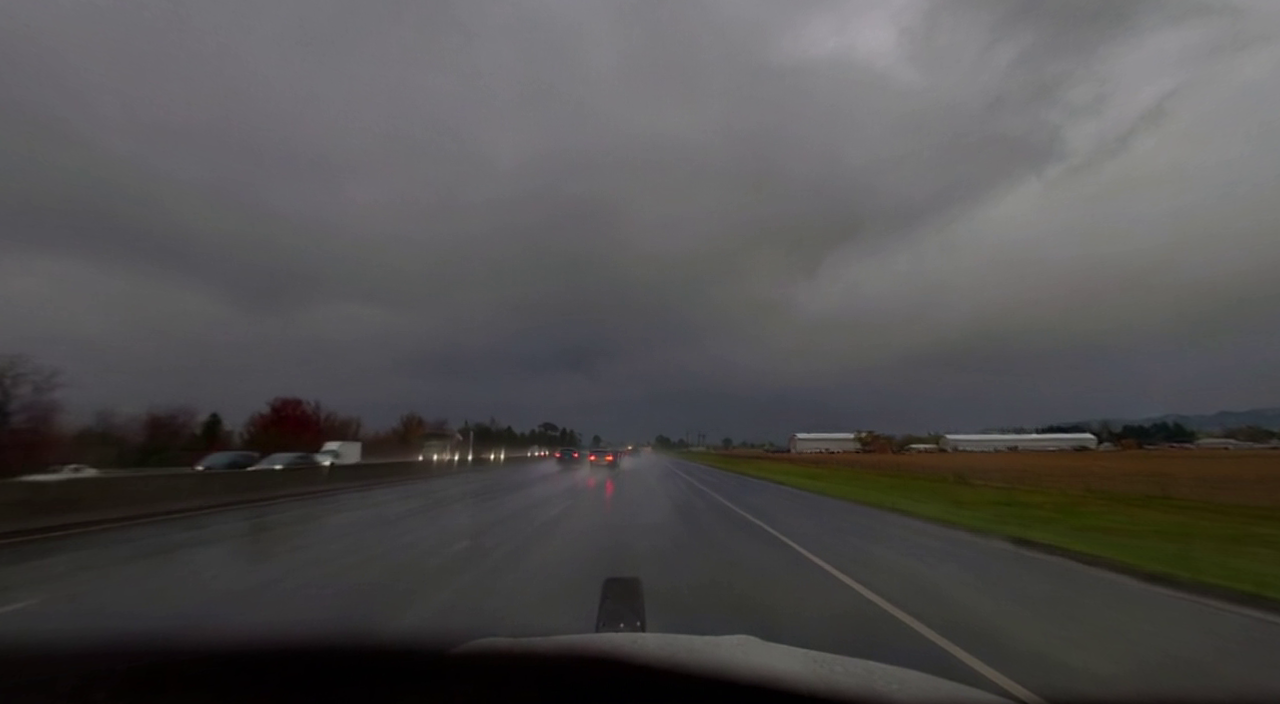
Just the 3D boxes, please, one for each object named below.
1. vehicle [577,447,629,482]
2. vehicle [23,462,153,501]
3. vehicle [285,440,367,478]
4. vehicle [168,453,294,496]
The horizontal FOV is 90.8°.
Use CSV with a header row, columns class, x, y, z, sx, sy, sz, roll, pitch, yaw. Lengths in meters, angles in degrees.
class,x,y,z,sx,sy,sz,roll,pitch,yaw
vehicle,-1.658,5.279,29.781,2.110,1.500,4.259,0,-9,1
vehicle,-22.984,5.371,26.515,1.729,1.410,4.183,0,-9,-1
vehicle,-18.837,6.444,38.165,2.177,2.067,5.288,0,-9,0
vehicle,-15.207,4.532,23.780,1.889,1.449,4.242,0,-9,0
